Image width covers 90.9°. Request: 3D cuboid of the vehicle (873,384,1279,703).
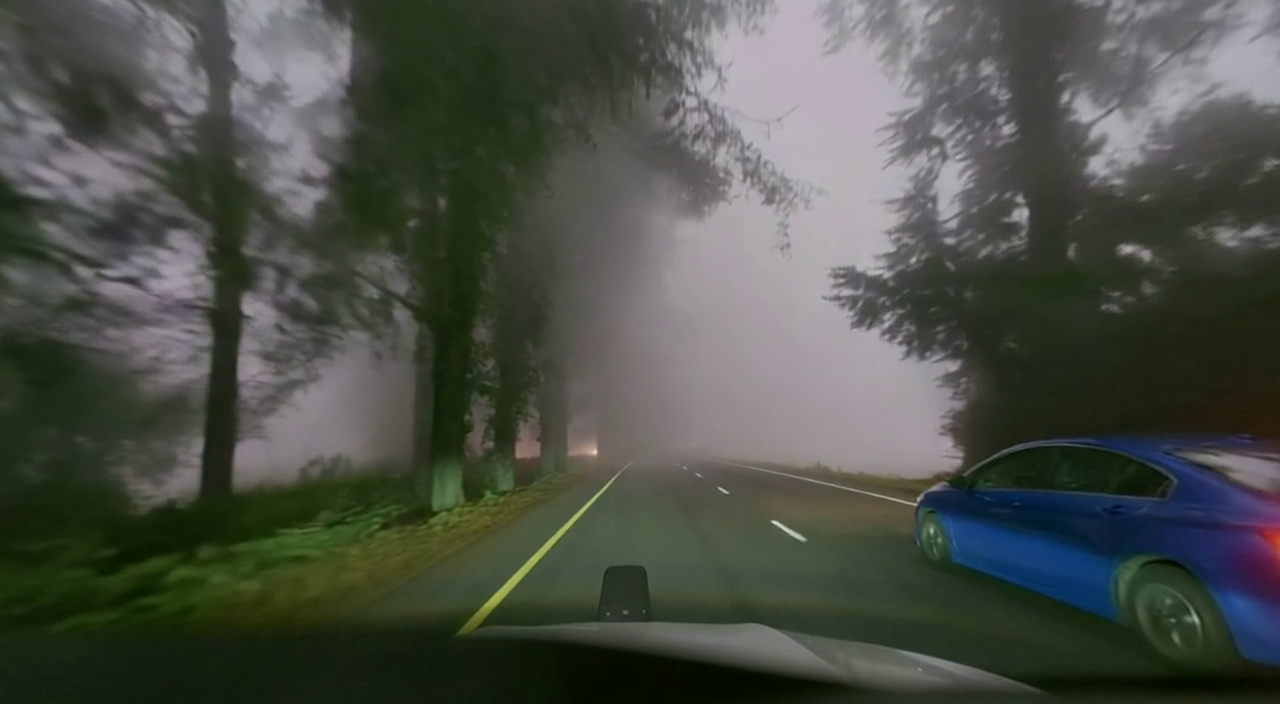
[{"bbox_3d":[3.568,1.160,4.364,2.061,1.503,4.823,0,-8,0],"label":"vehicle"}]
